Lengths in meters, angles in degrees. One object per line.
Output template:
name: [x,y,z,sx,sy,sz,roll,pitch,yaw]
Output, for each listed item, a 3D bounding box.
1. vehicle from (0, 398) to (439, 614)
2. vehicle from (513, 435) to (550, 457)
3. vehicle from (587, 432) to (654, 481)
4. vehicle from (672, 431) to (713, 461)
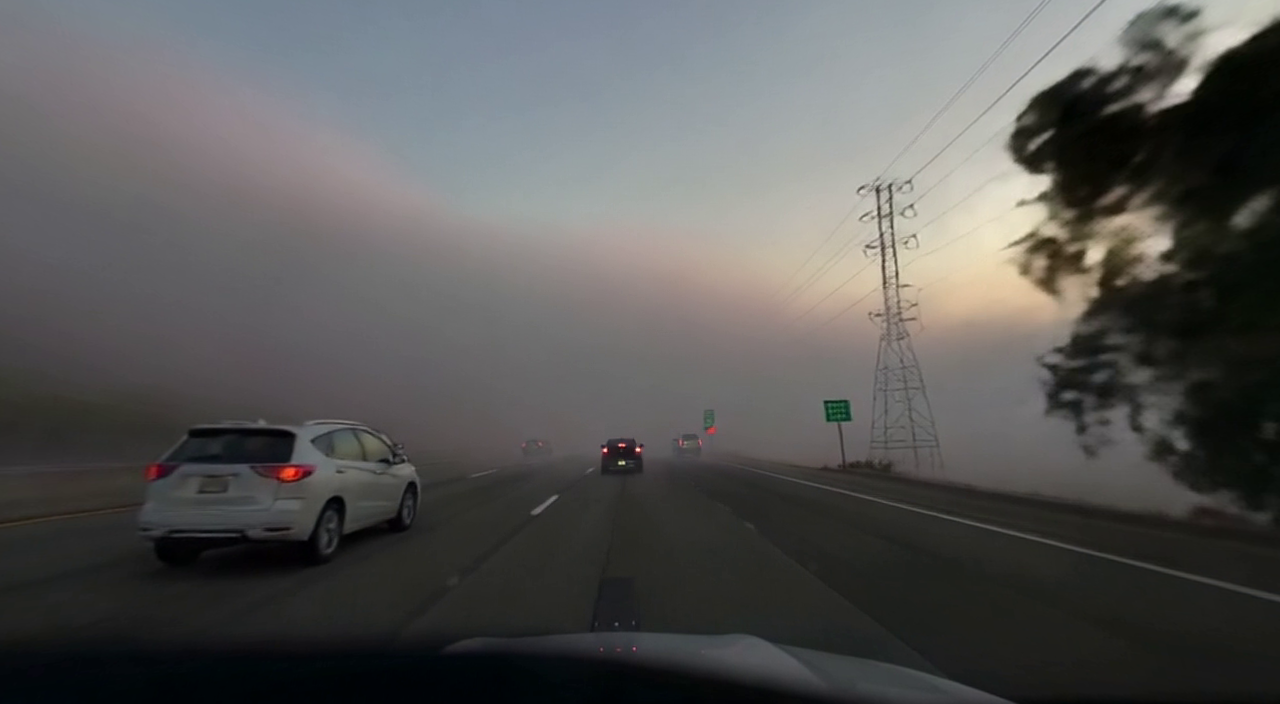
vehicle: [-3.951,1.465,7.090,1.901,1.601,4.610,0,-8,-1]
vehicle: [-7.735,6.738,45.314,1.992,1.494,4.133,0,-8,0]
vehicle: [-0.635,3.507,21.493,2.086,1.488,3.440,0,-8,-1]
vehicle: [3.166,5.761,38.772,1.950,1.695,4.446,1,-8,-2]
